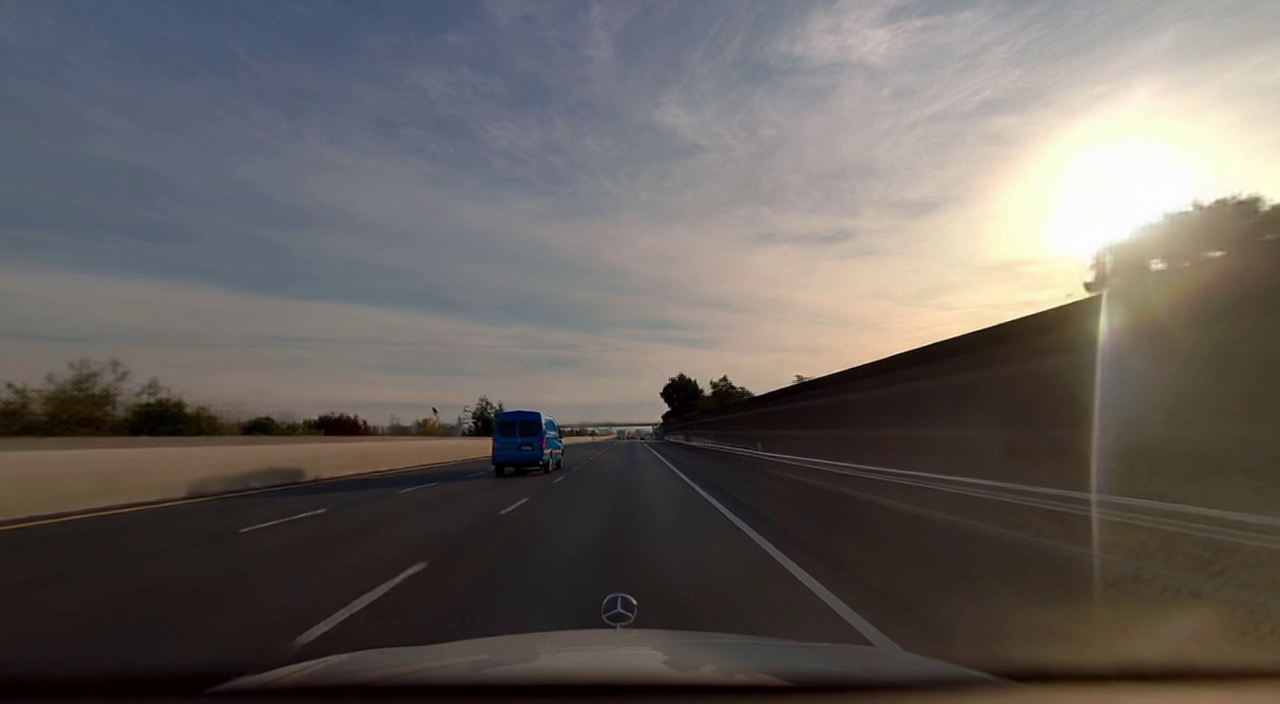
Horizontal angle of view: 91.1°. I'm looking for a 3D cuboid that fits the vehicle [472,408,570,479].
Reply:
[{"bbox_3d":[-3.711,2.982,20.703,2.309,2.053,4.884,0,-8,0],"label":"vehicle"}]
